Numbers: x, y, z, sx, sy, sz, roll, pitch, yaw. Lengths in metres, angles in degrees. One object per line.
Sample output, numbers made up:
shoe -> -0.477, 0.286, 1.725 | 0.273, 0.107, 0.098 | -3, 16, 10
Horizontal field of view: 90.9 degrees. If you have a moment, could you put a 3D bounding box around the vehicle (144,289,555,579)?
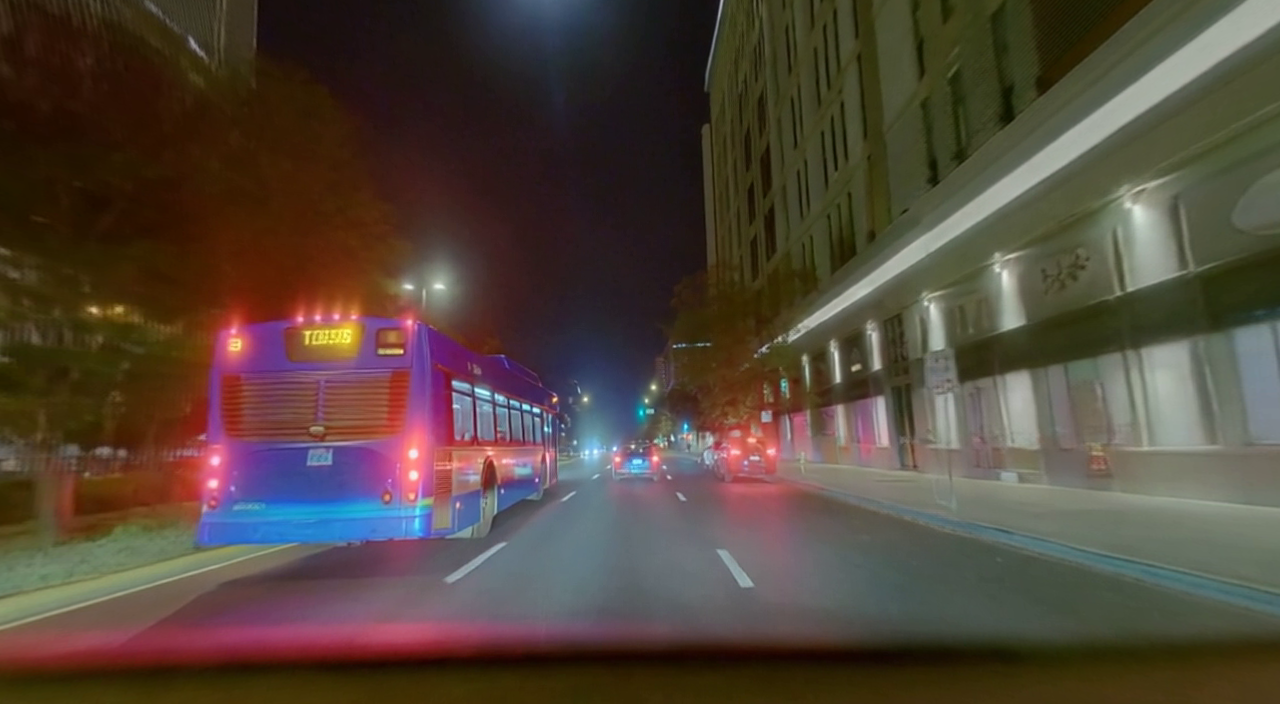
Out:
vehicle -> -3.445, 1.285, 10.619 | 2.920, 2.884, 8.588 | 0, -7, -1

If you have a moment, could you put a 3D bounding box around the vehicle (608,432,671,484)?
vehicle -> 0.004, 3.847, 23.146 | 2.120, 1.727, 3.917 | 0, -9, 1

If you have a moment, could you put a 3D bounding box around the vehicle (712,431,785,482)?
vehicle -> 4.156, 4.101, 24.983 | 2.138, 1.787, 4.522 | 0, -9, 1
